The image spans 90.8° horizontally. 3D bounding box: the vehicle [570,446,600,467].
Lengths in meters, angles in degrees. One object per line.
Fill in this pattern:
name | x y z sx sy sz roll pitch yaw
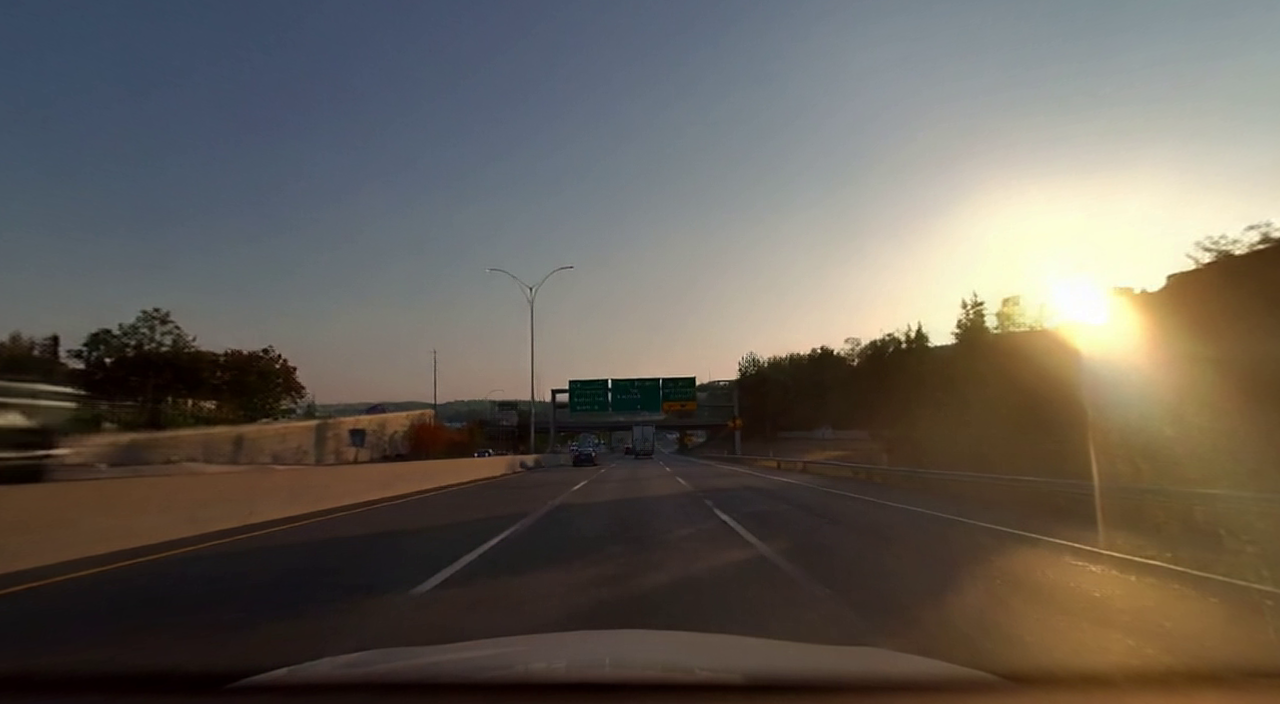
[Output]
vehicle | -4.069 7.819 47.167 1.886 1.465 4.119 0 -9 -1
